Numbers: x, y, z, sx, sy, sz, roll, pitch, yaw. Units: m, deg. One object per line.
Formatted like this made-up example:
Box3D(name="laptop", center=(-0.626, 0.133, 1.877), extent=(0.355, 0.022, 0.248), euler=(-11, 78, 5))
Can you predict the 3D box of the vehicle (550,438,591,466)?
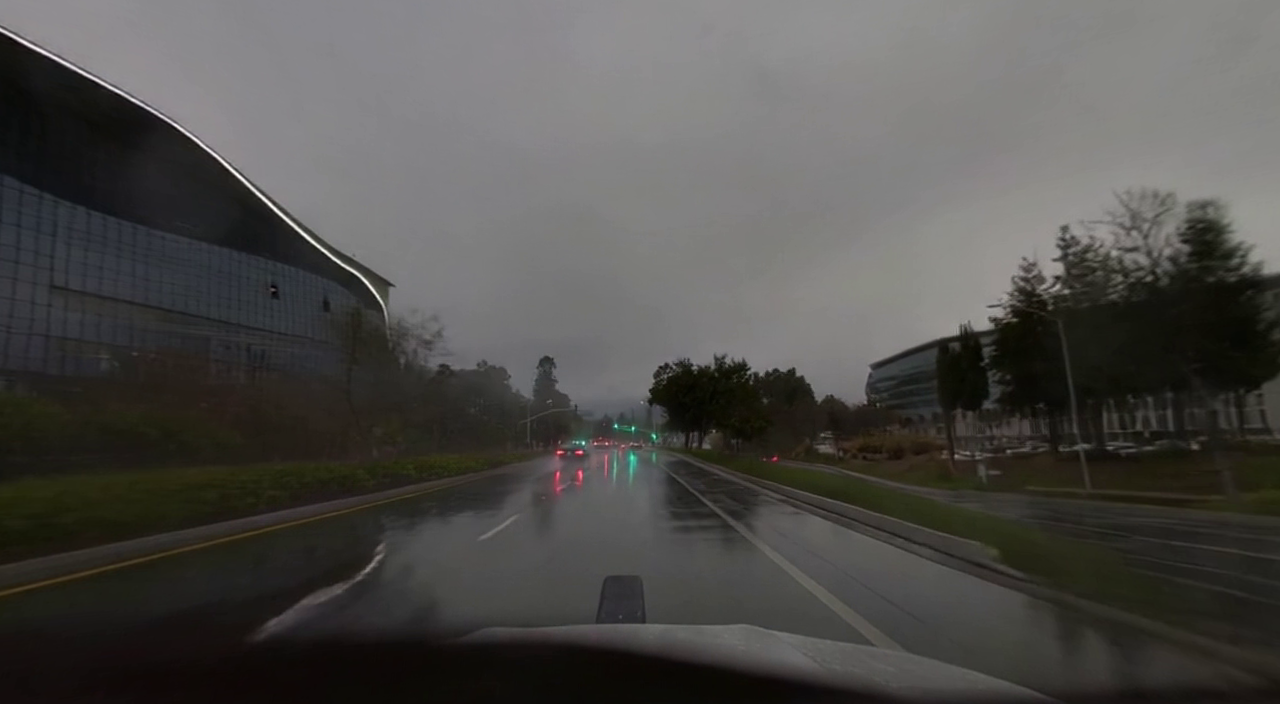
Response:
Box3D(name="vehicle", center=(-4.047, 5.919, 37.486), extent=(1.984, 1.521, 4.682), euler=(0, -8, -1))
